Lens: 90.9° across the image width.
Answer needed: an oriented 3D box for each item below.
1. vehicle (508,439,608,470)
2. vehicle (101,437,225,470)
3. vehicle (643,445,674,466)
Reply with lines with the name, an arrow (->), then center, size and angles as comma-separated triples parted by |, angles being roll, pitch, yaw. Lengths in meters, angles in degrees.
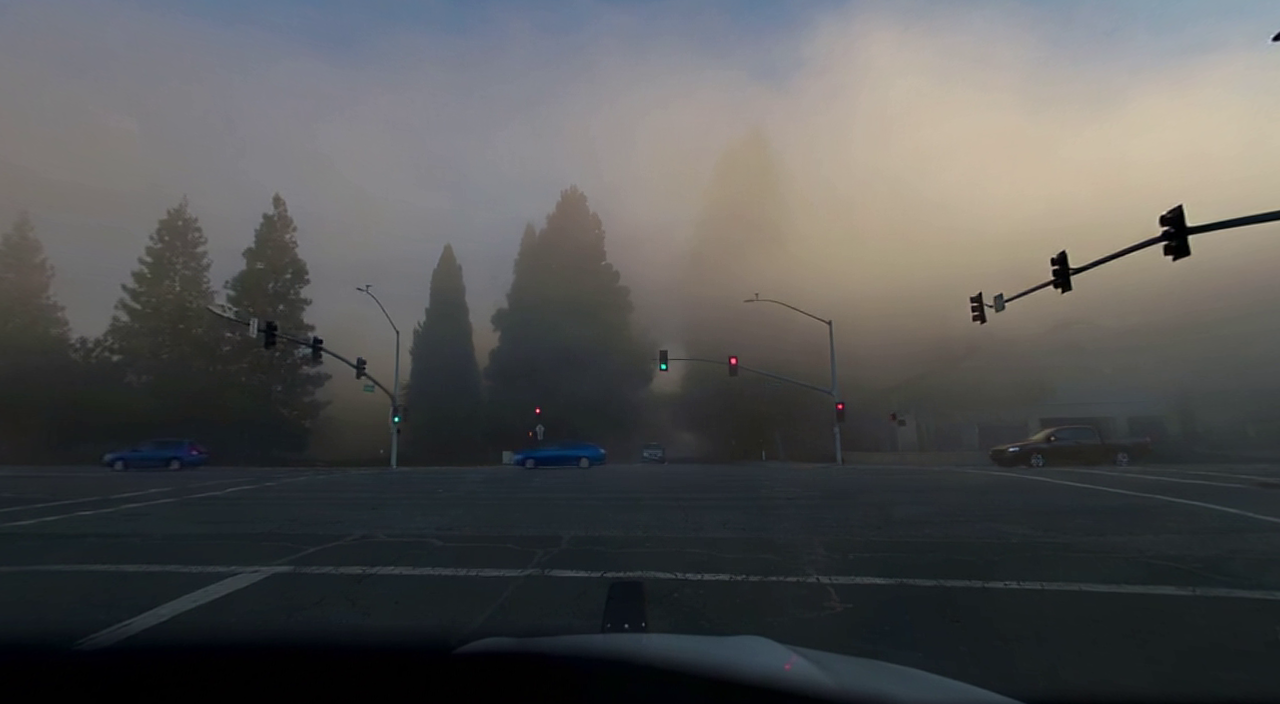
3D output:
vehicle -> -4.024, 5.072, 31.332 | 4.681, 1.465, 1.820 | 0, -9, 2
vehicle -> -24.055, 5.135, 31.918 | 4.735, 1.588, 1.877 | 0, -9, 1
vehicle -> 1.310, 7.634, 46.471 | 2.132, 1.449, 4.235 | 0, -9, 0
